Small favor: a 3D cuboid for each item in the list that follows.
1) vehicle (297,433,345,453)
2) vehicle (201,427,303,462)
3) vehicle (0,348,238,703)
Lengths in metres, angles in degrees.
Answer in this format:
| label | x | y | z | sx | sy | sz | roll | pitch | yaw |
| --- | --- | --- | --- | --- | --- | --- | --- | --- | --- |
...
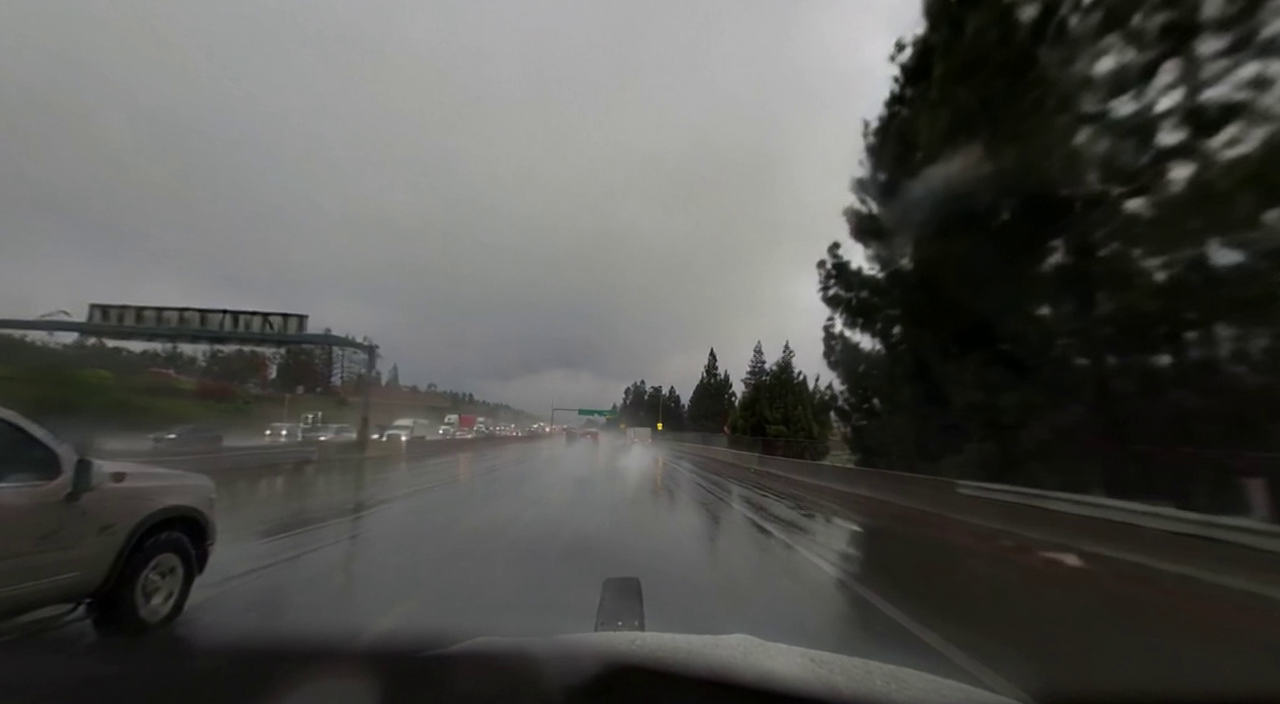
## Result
| label | x | y | z | sx | sy | sz | roll | pitch | yaw |
| --- | --- | --- | --- | --- | --- | --- | --- | --- | --- |
| vehicle | -22.697 | 6.477 | 44.984 | 1.743 | 1.400 | 3.431 | 0 | -8 | -2 |
| vehicle | -18.001 | 4.301 | 29.525 | 1.960 | 1.504 | 4.473 | 0 | -8 | -1 |
| vehicle | -3.917 | 0.727 | 2.199 | 2.187 | 1.639 | 4.318 | 0 | -8 | -1 |
